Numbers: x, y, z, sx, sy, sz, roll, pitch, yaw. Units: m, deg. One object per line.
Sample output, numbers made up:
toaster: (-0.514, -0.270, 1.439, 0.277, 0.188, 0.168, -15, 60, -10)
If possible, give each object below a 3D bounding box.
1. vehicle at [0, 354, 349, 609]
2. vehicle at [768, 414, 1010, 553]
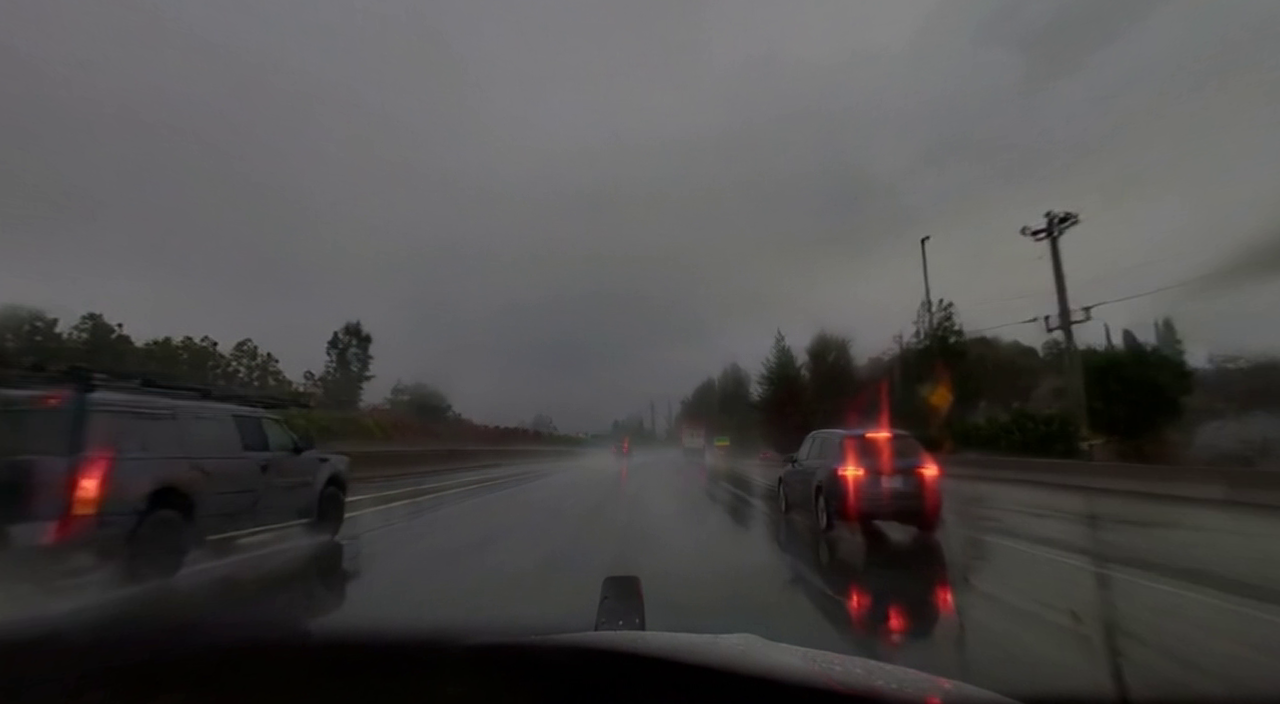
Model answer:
vehicle: (-6.307, 1.483, 7.977, 2.383, 2.048, 5.875, 0, -9, 1)
vehicle: (3.623, 2.013, 10.309, 2.075, 1.743, 4.410, 0, -9, -1)
